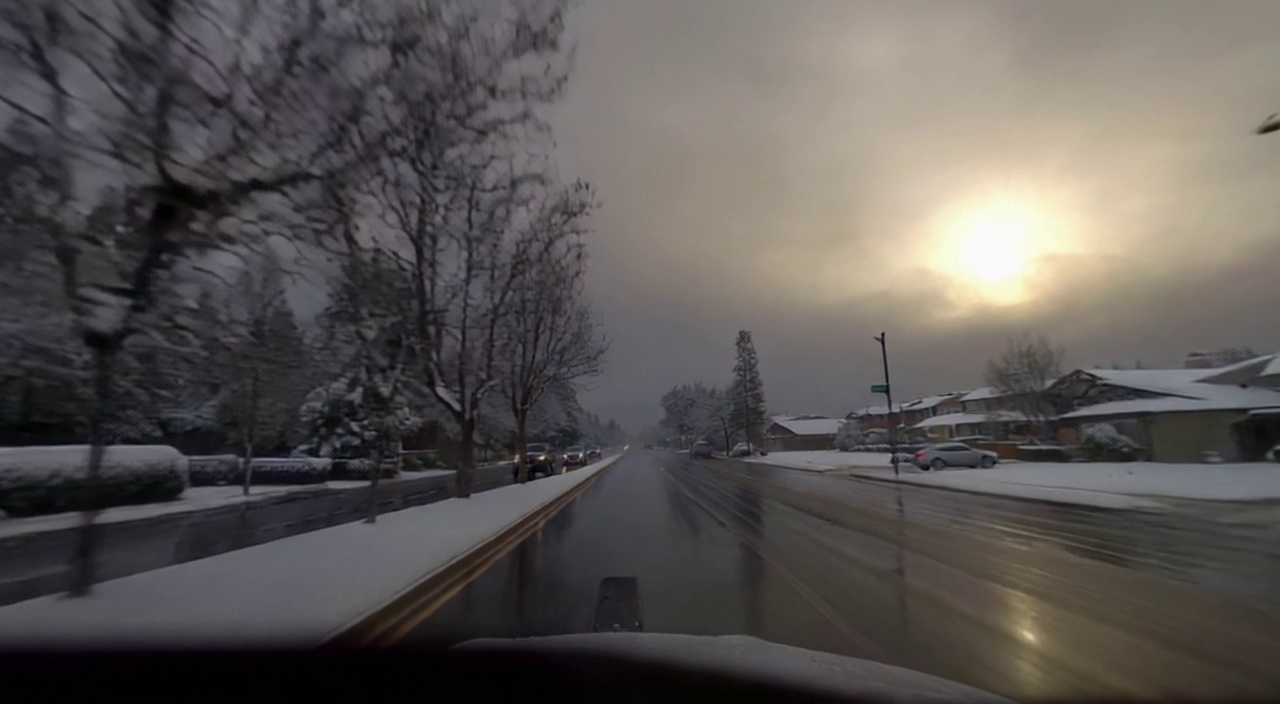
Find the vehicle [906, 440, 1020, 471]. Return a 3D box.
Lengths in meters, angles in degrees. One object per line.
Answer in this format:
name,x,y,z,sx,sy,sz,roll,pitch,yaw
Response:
vehicle,15.600,5.007,30.557,4.500,1.390,1.864,0,-8,-2

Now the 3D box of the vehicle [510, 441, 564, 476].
vehicle,-5.750,5.988,35.800,2.071,1.823,4.799,0,-9,2
